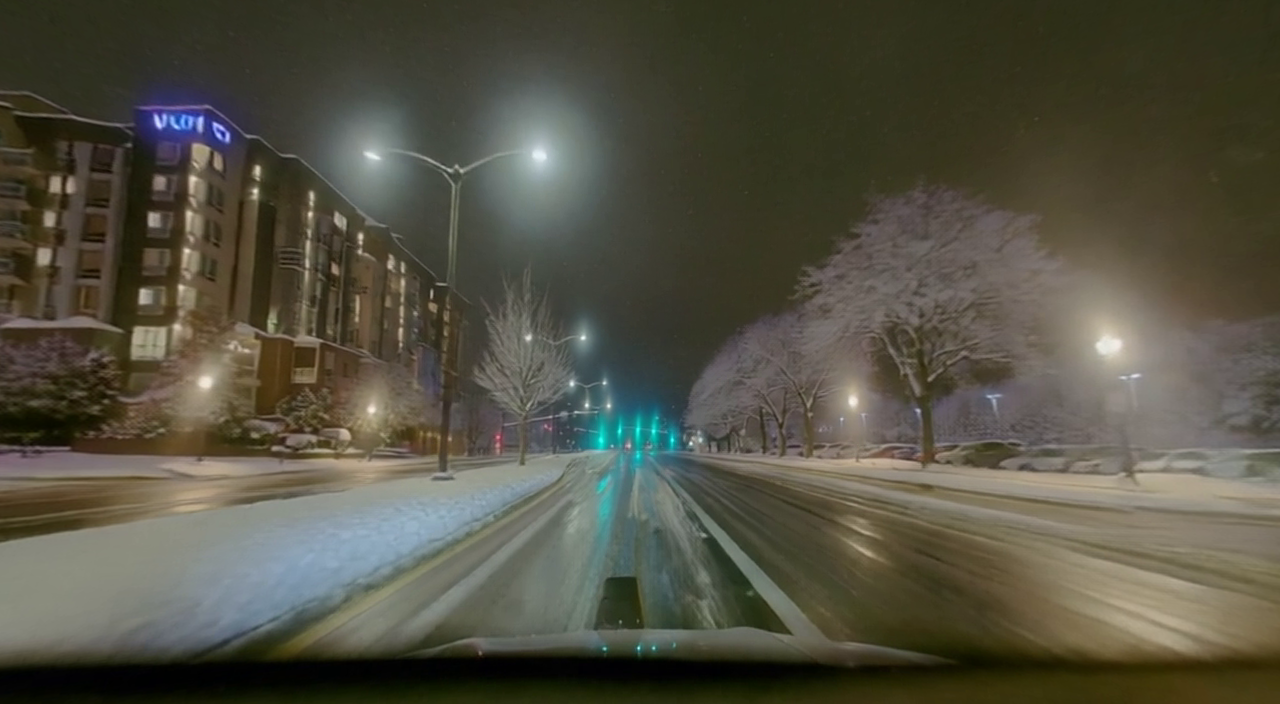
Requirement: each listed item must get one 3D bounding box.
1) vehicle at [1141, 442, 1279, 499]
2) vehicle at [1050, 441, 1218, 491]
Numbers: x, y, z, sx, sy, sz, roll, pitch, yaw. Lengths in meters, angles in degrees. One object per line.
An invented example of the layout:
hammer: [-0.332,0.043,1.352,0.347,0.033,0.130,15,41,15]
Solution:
vehicle: [17.159,3.368,18.329,4.112,1.474,2.112,3,-9,-20]
vehicle: [16.410,3.748,21.064,4.304,1.511,2.143,2,-9,-16]
